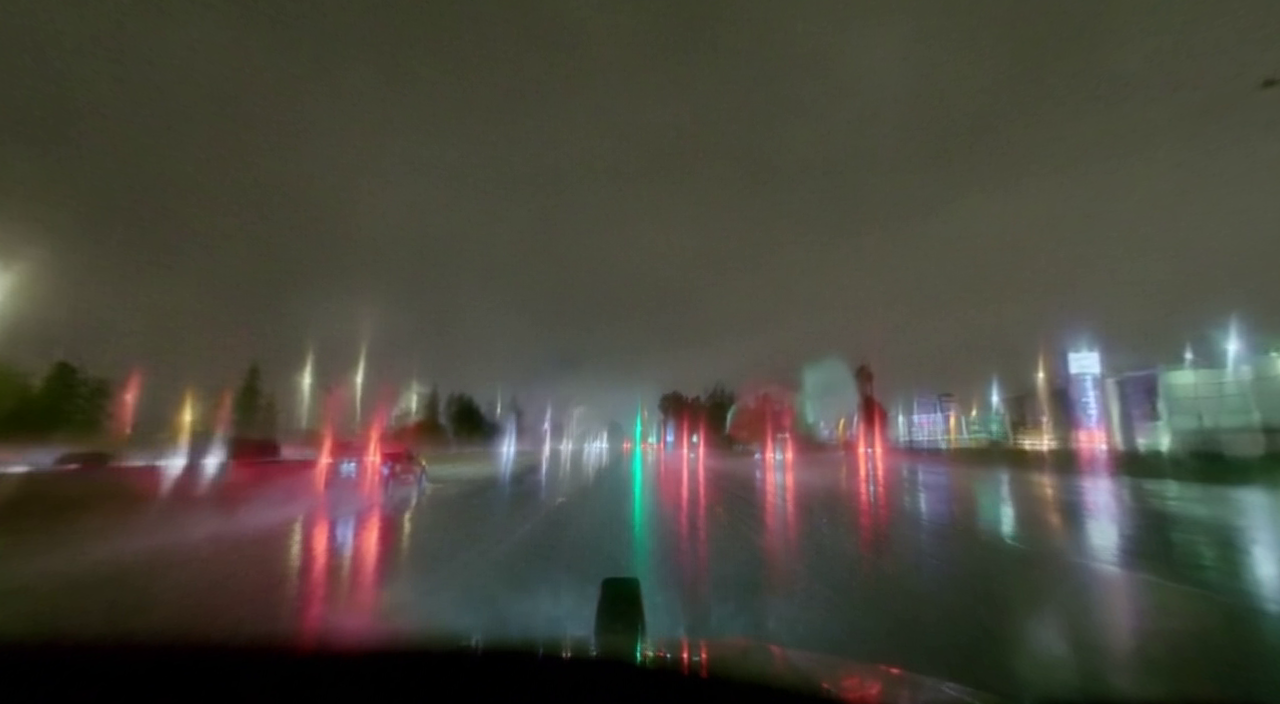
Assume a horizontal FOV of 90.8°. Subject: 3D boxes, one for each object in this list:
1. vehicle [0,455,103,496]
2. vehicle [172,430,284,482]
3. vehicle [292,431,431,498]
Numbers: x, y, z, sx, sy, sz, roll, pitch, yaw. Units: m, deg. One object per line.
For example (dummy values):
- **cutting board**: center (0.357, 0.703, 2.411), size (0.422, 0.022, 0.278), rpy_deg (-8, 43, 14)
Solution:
- **vehicle**: center (-24.318, 4.876, 25.330), size (1.766, 1.446, 4.434), rpy_deg (0, -9, -2)
- **vehicle**: center (-18.167, 4.598, 28.174), size (1.989, 2.086, 4.489), rpy_deg (0, -9, -1)
- **vehicle**: center (-7.922, 3.232, 18.538), size (2.089, 1.724, 4.327), rpy_deg (0, -9, 0)
